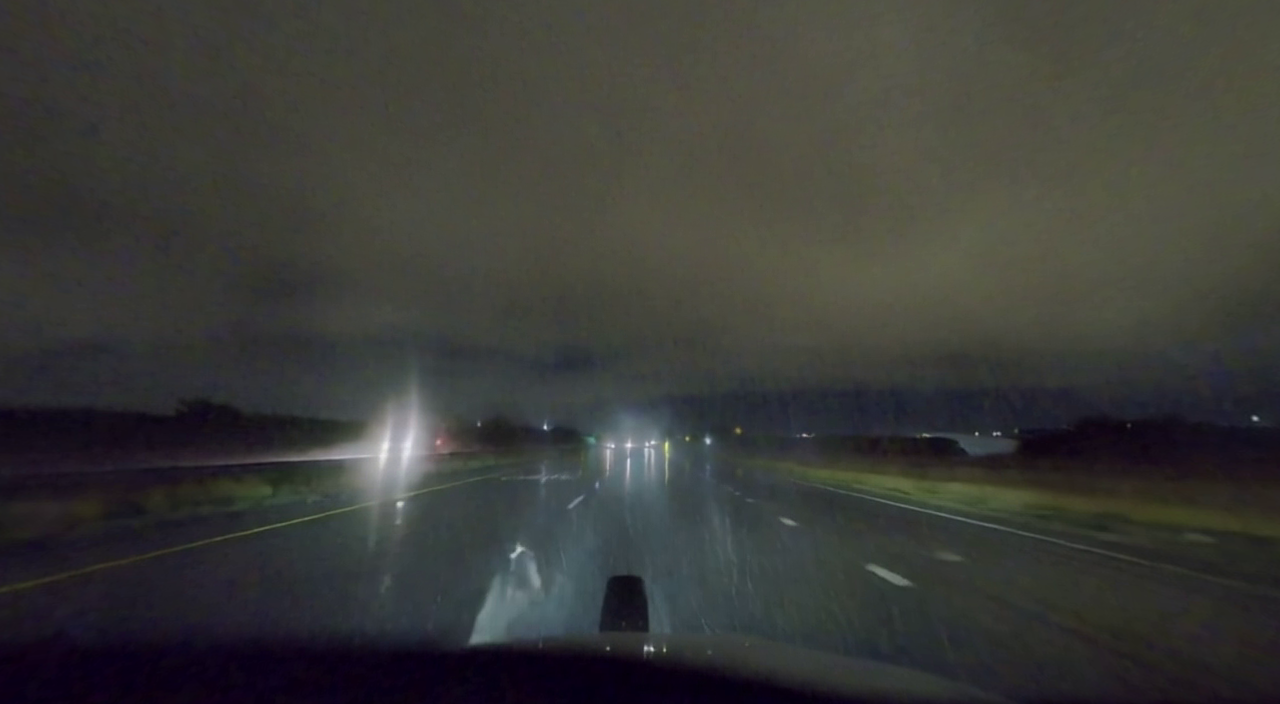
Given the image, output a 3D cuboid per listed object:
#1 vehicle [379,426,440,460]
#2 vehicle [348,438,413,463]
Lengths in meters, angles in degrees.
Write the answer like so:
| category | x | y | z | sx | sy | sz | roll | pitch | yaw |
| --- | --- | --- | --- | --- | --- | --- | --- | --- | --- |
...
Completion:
| category | x | y | z | sx | sy | sz | roll | pitch | yaw |
| --- | --- | --- | --- | --- | --- | --- | --- | --- | --- |
| vehicle | -16.059 | 6.398 | 44.243 | 2.212 | 2.251 | 5.215 | 0 | -8 | 1 |
| vehicle | -15.901 | 6.069 | 38.882 | 2.142 | 1.456 | 4.453 | 0 | -8 | 0 |
